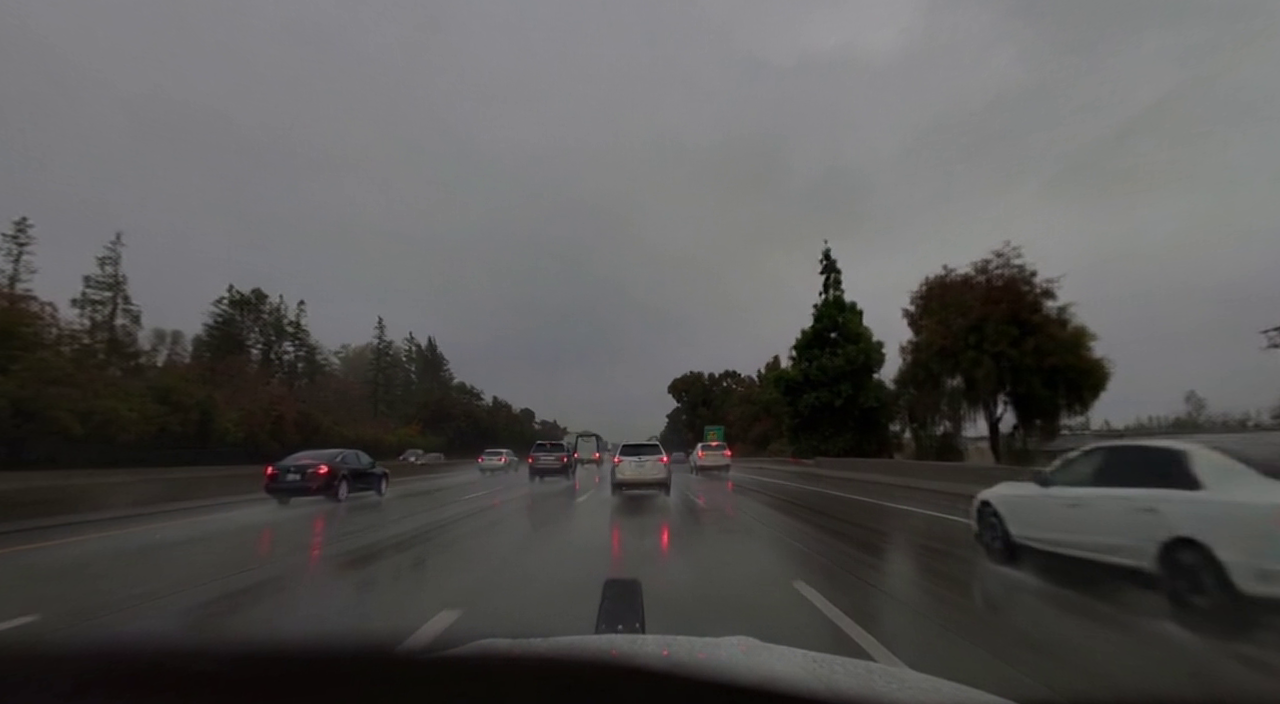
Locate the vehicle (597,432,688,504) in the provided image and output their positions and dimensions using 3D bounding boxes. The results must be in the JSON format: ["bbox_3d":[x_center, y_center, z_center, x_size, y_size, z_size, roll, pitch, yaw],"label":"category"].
[{"bbox_3d":[0.096,3.136,17.421,2.223,1.722,4.177,0,-9,1],"label":"vehicle"}]

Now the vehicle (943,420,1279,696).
[{"bbox_3d":[4.460,1.319,4.781,2.006,1.474,4.669,0,-9,0],"label":"vehicle"}]

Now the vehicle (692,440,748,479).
[{"bbox_3d":[4.017,5.513,32.681,2.175,1.830,5.173,0,-9,-1],"label":"vehicle"}]

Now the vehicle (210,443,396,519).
[{"bbox_3d":[-7.728,2.963,15.070,1.927,1.514,4.474,0,-9,0],"label":"vehicle"}]

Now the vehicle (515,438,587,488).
[{"bbox_3d":[-3.427,4.363,25.098,2.142,1.808,4.266,0,-9,1],"label":"vehicle"}]

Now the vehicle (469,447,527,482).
[{"bbox_3d":[-7.084,5.647,31.883,1.931,1.617,4.060,0,-9,1],"label":"vehicle"}]

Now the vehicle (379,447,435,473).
[{"bbox_3d":[-16.488,7.601,44.792,2.096,1.725,4.835,0,-9,0],"label":"vehicle"}]
